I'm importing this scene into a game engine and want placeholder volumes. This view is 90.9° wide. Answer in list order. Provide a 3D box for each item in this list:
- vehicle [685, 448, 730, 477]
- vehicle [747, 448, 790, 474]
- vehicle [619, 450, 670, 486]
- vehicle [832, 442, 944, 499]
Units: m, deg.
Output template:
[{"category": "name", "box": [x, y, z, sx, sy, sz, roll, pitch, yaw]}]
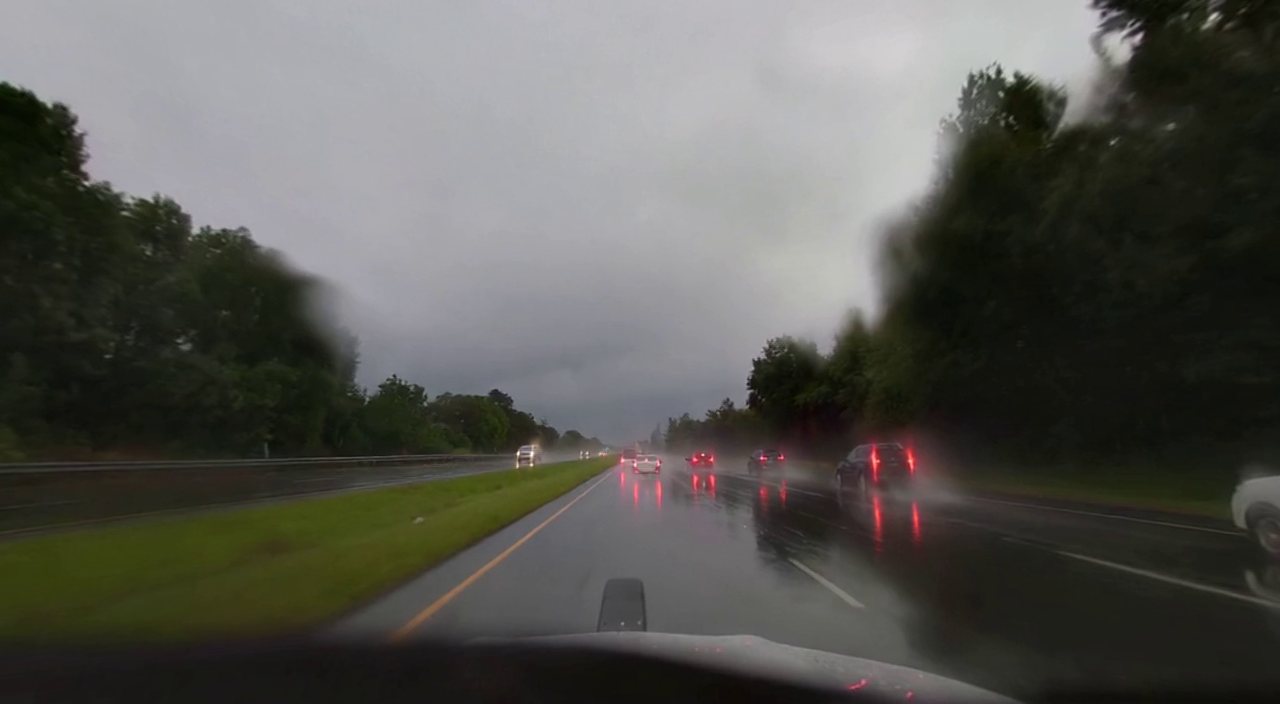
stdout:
[{"category": "vehicle", "box": [3.815, 6.317, 36.285, 1.981, 1.518, 4.029, 0, -9, -2]}, {"category": "vehicle", "box": [8.363, 7.097, 41.347, 1.957, 1.594, 3.632, 0, -9, -2]}, {"category": "vehicle", "box": [0.147, 4.914, 26.967, 2.020, 1.426, 3.702, 0, -9, -1]}, {"category": "vehicle", "box": [7.522, 3.609, 19.525, 1.847, 1.554, 3.752, 0, -9, -1]}]
